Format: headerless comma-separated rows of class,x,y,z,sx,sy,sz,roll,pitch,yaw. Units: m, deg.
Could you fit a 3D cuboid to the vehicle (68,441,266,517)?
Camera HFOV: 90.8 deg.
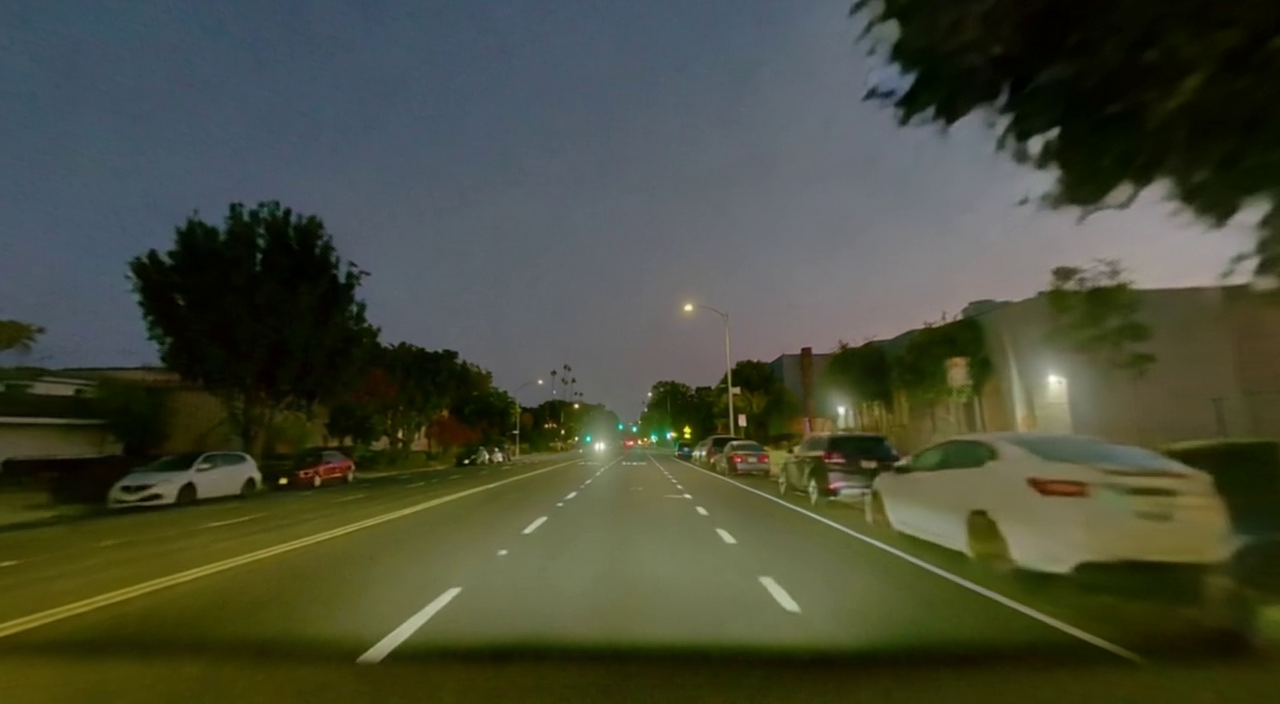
vehicle,-13.613,3.617,18.728,2.220,1.747,4.980,-3,-7,-2

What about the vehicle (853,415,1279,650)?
vehicle,4.156,1.536,6.730,1.975,1.531,5.012,0,-8,-1

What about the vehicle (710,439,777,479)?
vehicle,4.087,4.260,25.590,1.845,1.443,4.531,0,-8,-1

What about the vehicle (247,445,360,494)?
vehicle,-13.861,4.826,26.422,2.239,1.645,4.700,-2,-7,-1
